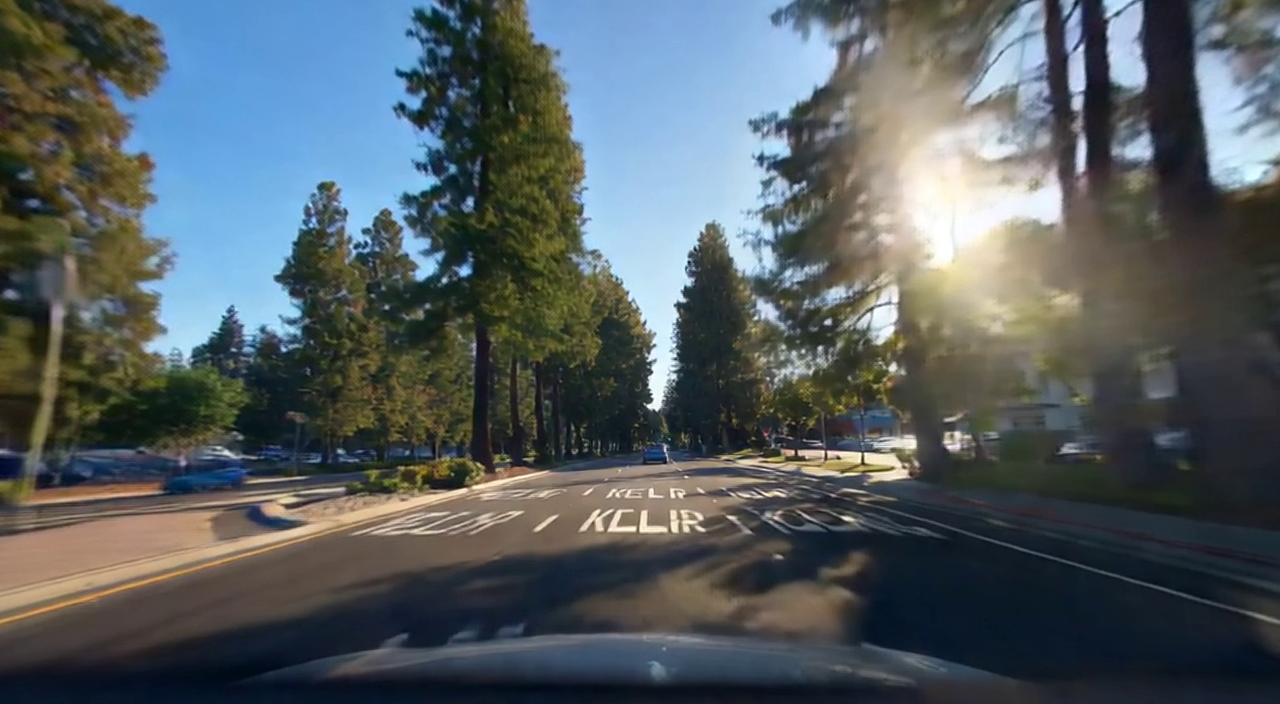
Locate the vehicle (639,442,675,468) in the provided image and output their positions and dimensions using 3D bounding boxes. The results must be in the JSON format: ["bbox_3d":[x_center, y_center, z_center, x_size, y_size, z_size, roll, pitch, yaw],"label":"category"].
[{"bbox_3d":[1.054,6.465,39.490,2.144,1.505,4.128,0,-9,1],"label":"vehicle"}]

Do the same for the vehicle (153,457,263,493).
[{"bbox_3d":[-20.198,5.729,29.621,1.885,1.464,4.525,0,-9,2],"label":"vehicle"}]

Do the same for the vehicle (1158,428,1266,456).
[{"bbox_3d":[31.714,5.005,34.888,4.002,1.501,2.000,0,-9,0],"label":"vehicle"}]
